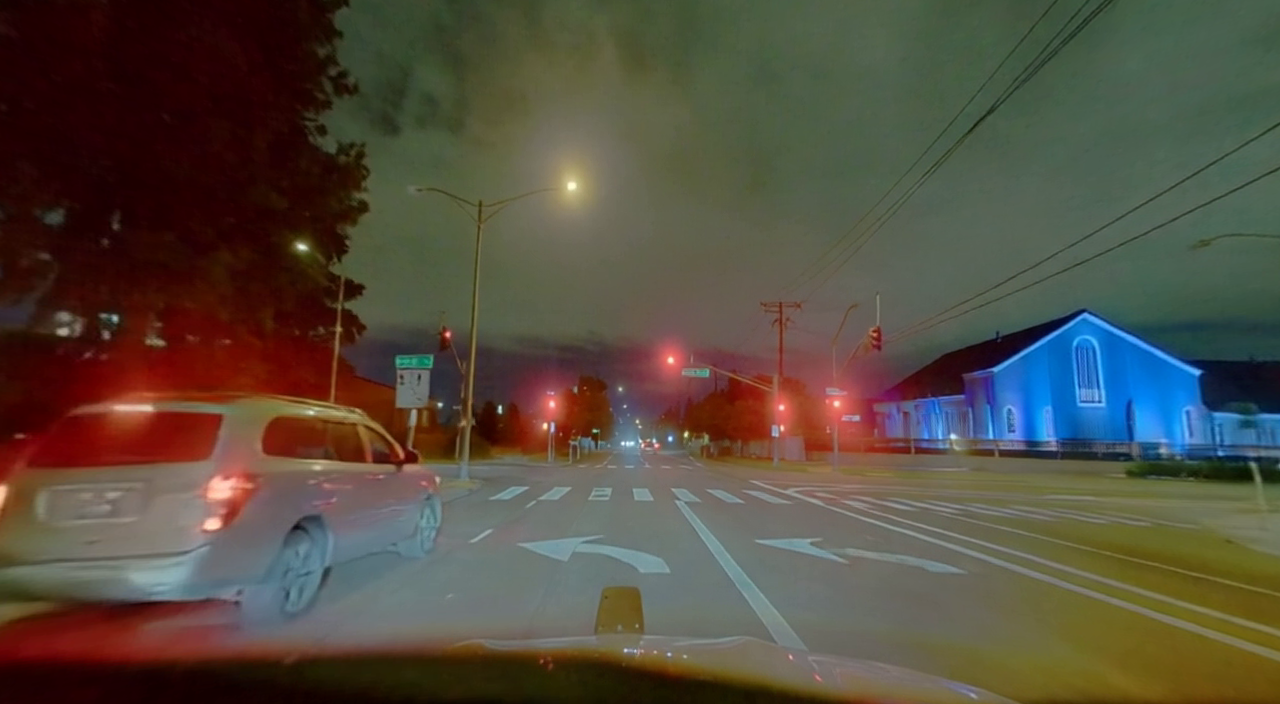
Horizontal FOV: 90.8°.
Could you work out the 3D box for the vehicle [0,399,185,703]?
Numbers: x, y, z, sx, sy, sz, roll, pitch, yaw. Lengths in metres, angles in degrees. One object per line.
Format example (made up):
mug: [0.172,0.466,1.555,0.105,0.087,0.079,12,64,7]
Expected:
vehicle: [-3.460,0.753,1.108,1.855,1.534,4.644,0,-9,0]

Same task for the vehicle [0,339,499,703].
vehicle: [-3.344,1.335,6.392,2.271,1.885,6.346,0,-8,1]
